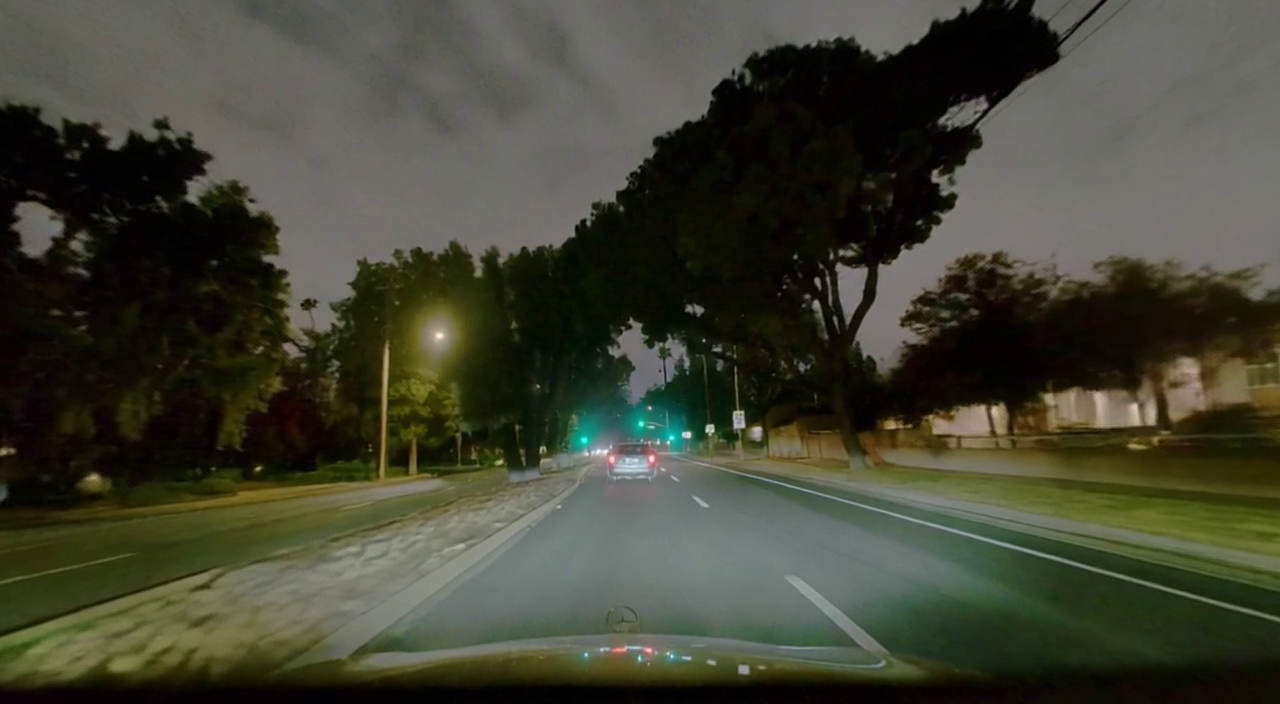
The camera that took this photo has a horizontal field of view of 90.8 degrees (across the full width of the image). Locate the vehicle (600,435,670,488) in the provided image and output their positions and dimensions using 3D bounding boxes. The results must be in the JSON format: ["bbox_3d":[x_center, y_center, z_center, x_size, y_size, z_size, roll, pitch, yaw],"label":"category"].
[{"bbox_3d":[-0.174,3.761,21.934,2.181,1.639,4.127,0,-9,0],"label":"vehicle"}]

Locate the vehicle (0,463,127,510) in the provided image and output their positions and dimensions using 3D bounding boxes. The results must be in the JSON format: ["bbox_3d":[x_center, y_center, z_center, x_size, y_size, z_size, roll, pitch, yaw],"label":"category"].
[{"bbox_3d":[-21.605,4.820,22.851,4.366,1.526,1.921,0,-9,0],"label":"vehicle"}]
